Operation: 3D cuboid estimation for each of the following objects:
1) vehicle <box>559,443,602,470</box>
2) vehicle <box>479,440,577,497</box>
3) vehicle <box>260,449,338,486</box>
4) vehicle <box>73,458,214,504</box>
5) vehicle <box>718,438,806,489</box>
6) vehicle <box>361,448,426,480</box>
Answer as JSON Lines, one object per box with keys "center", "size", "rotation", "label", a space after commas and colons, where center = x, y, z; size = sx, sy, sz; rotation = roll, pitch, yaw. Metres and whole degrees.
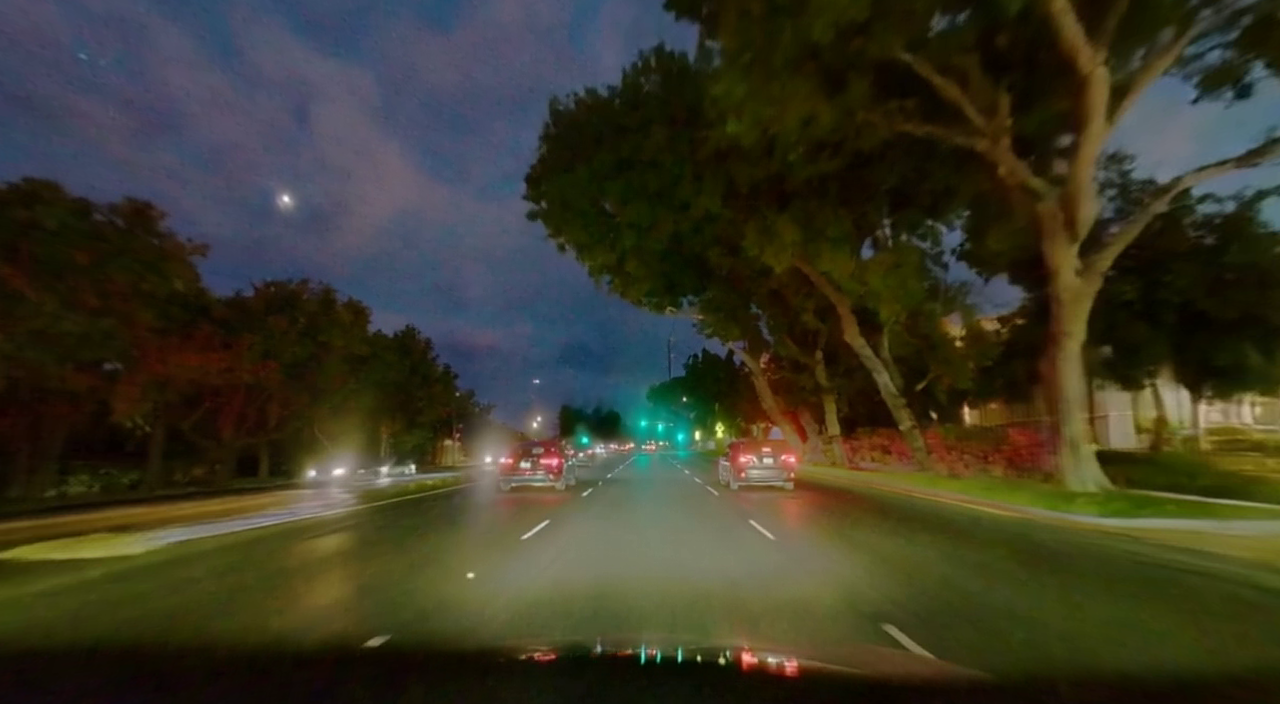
{"center": [-3.447, 6.161, 37.348], "size": [1.988, 1.497, 4.404], "rotation": [0, -8, 2], "label": "vehicle"}
{"center": [-3.176, 3.398, 18.843], "size": [2.053, 1.480, 4.381], "rotation": [0, -8, 1], "label": "vehicle"}
{"center": [-22.286, 7.532, 41.449], "size": [2.523, 2.213, 4.637], "rotation": [0, -8, -1], "label": "vehicle"}
{"center": [-22.623, 5.844, 29.076], "size": [2.006, 1.782, 5.406], "rotation": [0, -8, 1], "label": "vehicle"}
{"center": [3.907, 3.659, 21.069], "size": [2.010, 1.486, 4.498], "rotation": [0, -8, 0], "label": "vehicle"}
{"center": [-15.473, 7.024, 39.915], "size": [2.012, 1.813, 4.910], "rotation": [0, -8, 1], "label": "vehicle"}
